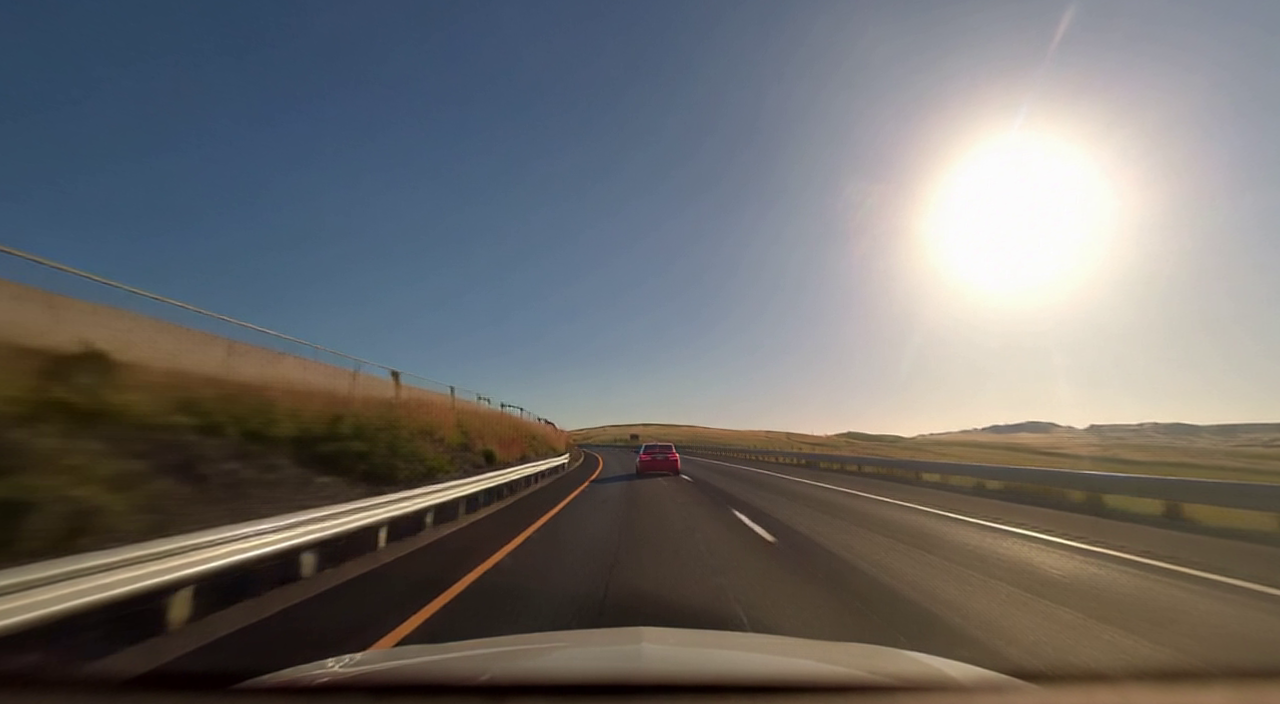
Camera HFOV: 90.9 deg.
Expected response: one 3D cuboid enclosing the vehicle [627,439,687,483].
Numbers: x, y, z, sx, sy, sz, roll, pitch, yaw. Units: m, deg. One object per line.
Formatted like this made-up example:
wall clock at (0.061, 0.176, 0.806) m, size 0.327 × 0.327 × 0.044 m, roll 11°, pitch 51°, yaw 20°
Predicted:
vehicle at (0.529, 4.034, 23.606) m, size 2.029 × 1.474 × 4.183 m, roll 0°, pitch -8°, yaw -2°
